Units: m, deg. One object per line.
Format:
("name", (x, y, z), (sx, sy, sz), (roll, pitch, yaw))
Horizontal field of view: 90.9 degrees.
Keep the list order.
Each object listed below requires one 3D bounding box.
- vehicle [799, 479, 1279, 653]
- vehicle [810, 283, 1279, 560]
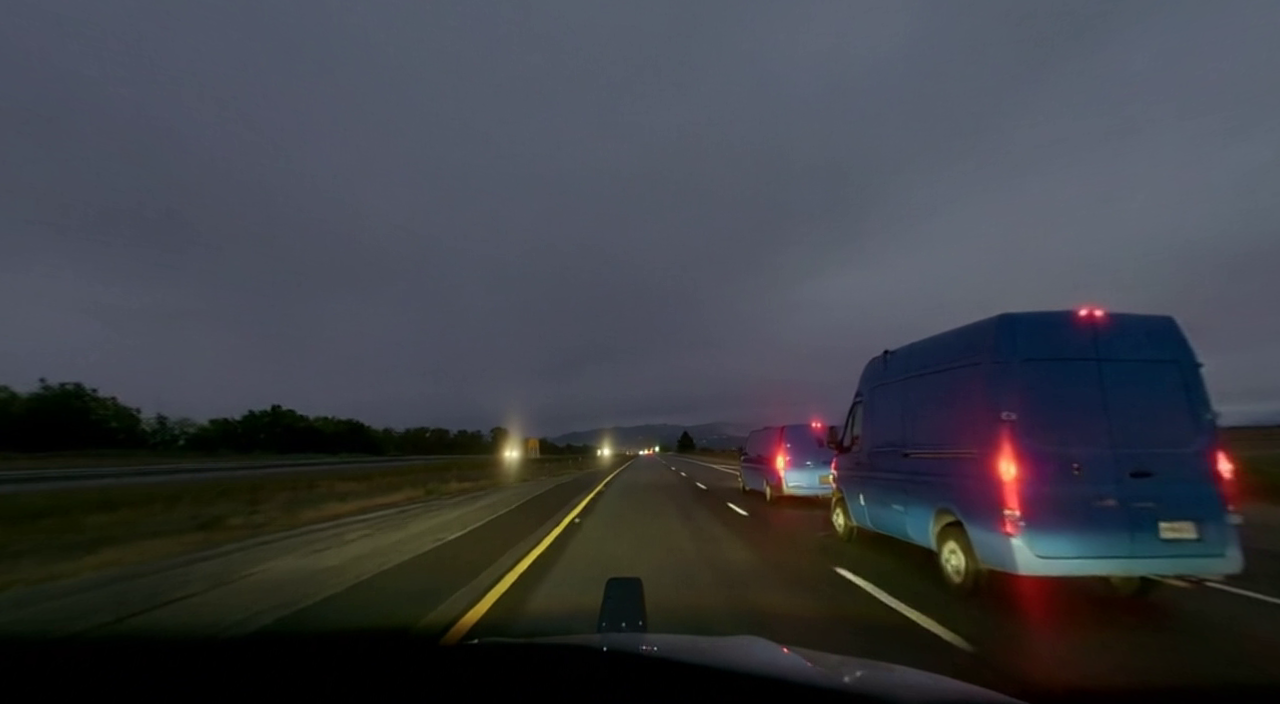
("vehicle", (3.996, 2.093, 7.463), (2.702, 0.824, 6.391), (0, -9, 1))
("vehicle", (4.074, 0.896, 7.545), (2.444, 2.053, 5.616), (-1, -8, 0))
